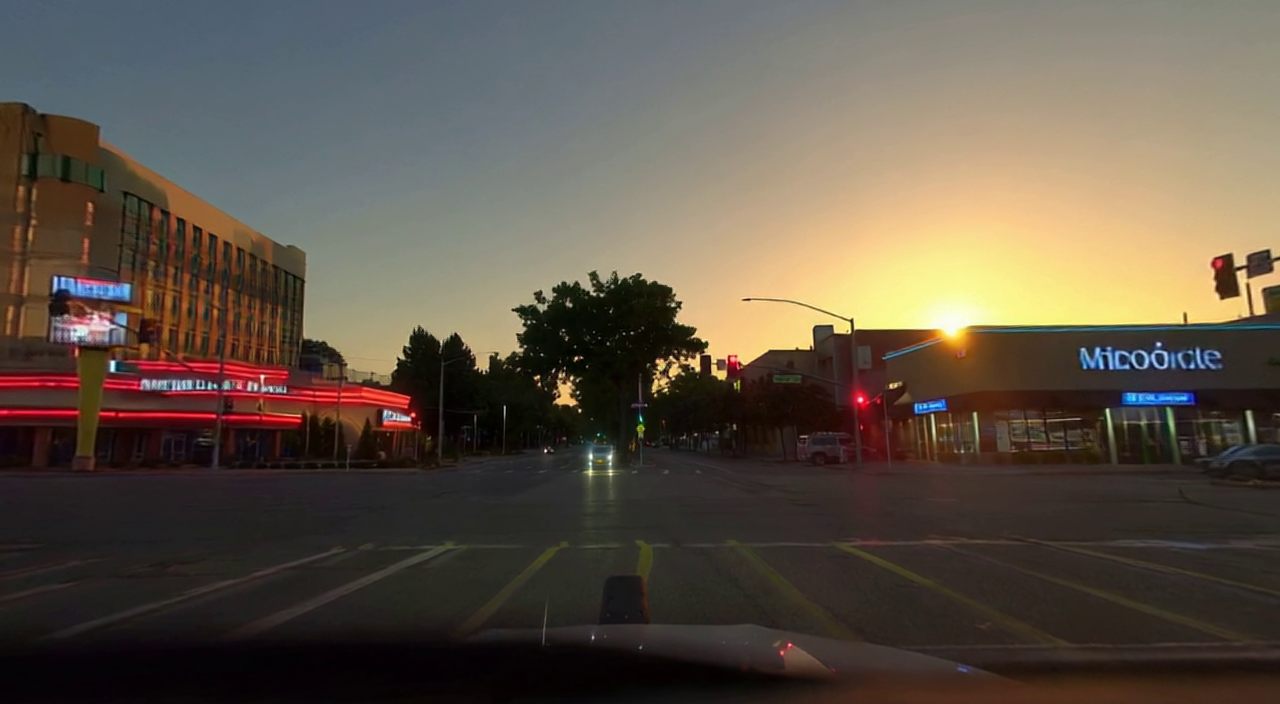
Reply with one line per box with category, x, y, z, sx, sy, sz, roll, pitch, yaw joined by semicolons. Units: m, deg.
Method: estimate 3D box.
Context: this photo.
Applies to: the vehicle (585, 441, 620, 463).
vehicle;-2.513;6.869;43.397;2.104;1.468;4.195;0;-9;1
